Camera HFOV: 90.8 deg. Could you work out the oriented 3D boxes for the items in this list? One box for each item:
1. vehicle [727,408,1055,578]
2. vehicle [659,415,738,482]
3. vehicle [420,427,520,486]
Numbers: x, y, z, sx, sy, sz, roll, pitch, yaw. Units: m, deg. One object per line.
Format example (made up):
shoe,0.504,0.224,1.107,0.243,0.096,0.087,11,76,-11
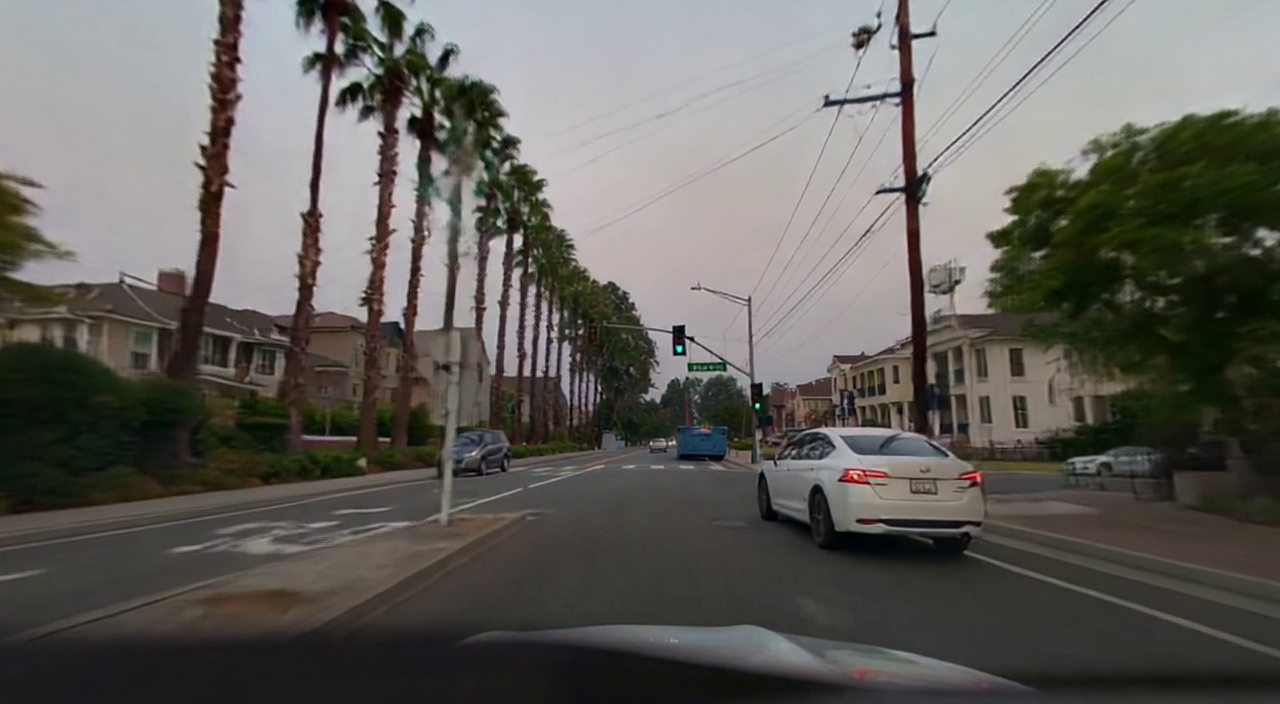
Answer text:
vehicle,2.676,1.651,8.200,2.096,1.552,4.519,1,-9,-5
vehicle,1.839,3.272,21.472,2.109,2.002,4.424,0,-9,-2
vehicle,-6.165,3.780,23.445,2.069,1.820,4.388,-3,-6,6
